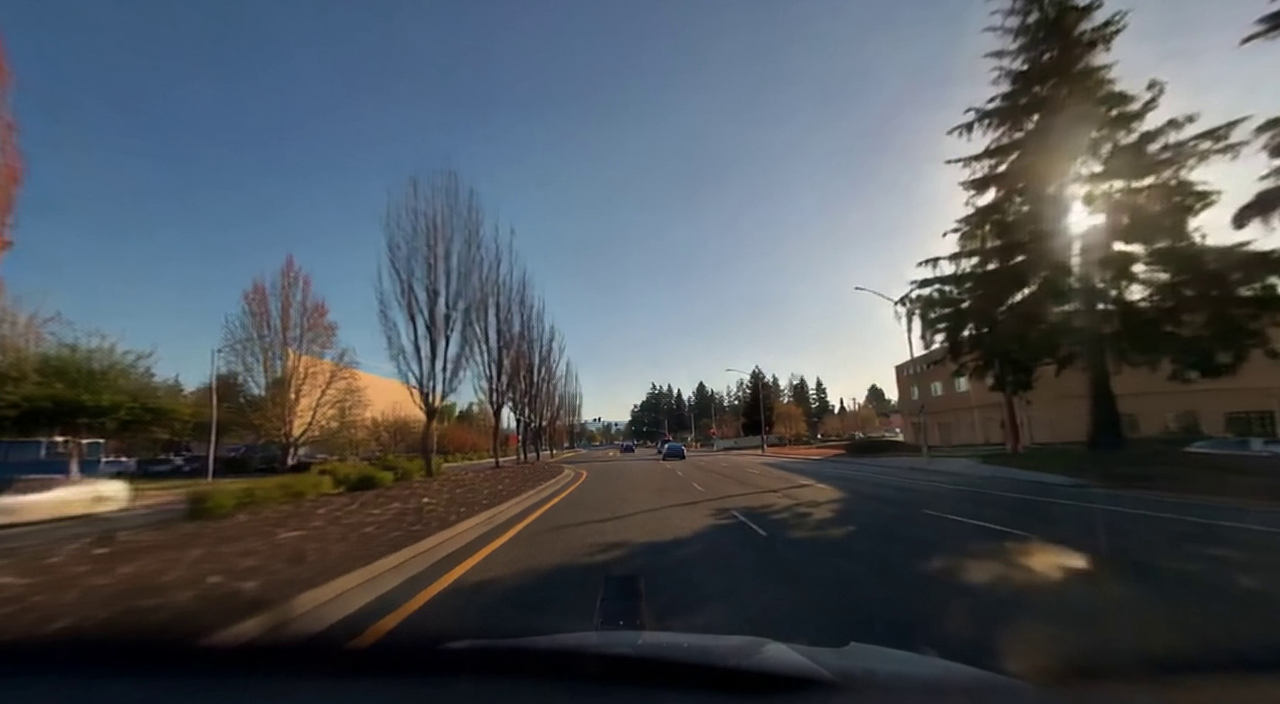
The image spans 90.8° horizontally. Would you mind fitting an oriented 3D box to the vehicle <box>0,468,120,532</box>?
[{"bbox_3d":[-17.588,4.108,17.733,1.914,1.524,4.768,0,-8,0],"label":"vehicle"}]
